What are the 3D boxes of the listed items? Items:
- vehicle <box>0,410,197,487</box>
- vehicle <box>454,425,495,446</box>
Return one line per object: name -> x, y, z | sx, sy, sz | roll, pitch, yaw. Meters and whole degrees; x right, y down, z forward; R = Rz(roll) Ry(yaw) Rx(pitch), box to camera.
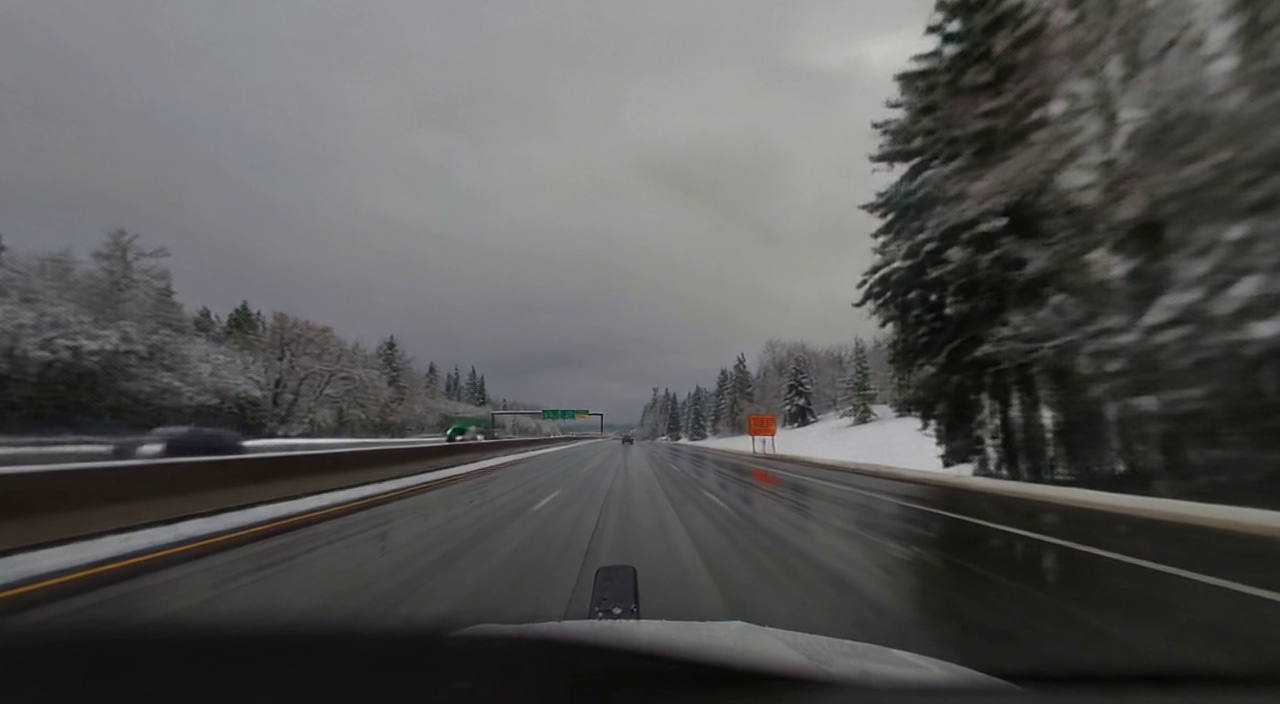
vehicle -> -12.271, 2.102, 13.942 | 1.885, 1.420, 4.239 | 0, -8, -1
vehicle -> -12.710, 6.482, 48.670 | 1.906, 1.530, 4.488 | 0, -8, 0
